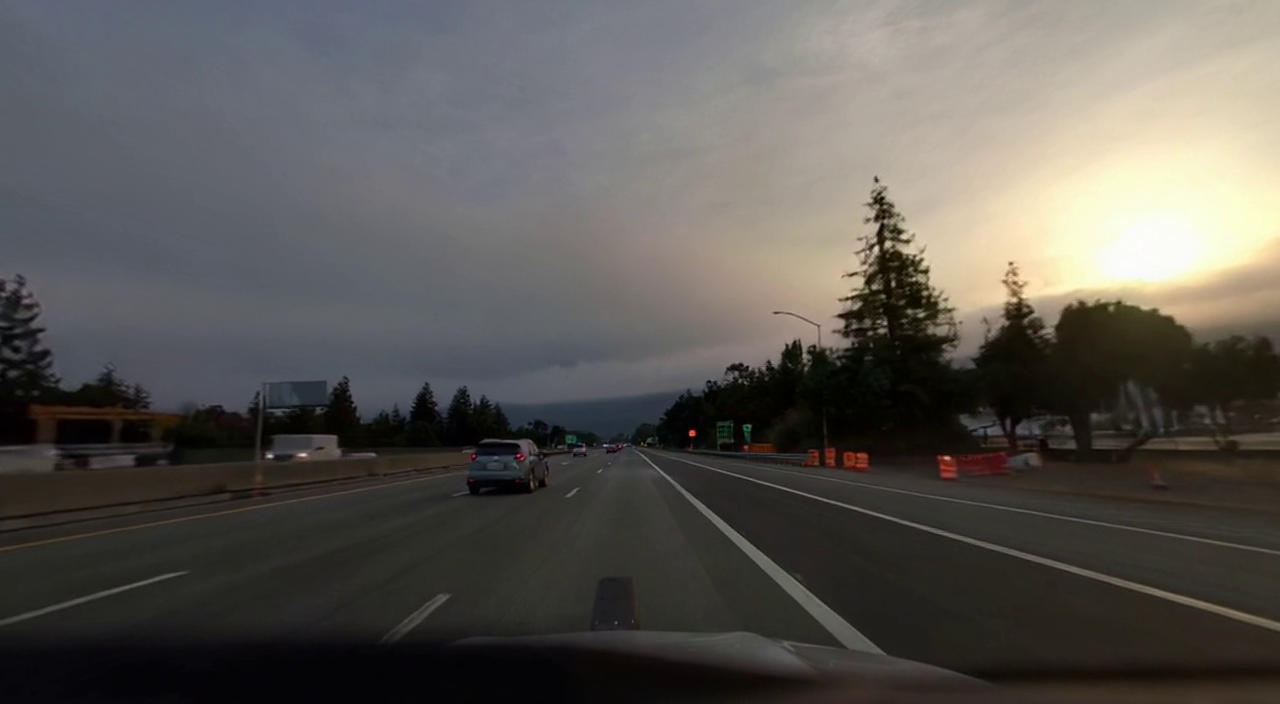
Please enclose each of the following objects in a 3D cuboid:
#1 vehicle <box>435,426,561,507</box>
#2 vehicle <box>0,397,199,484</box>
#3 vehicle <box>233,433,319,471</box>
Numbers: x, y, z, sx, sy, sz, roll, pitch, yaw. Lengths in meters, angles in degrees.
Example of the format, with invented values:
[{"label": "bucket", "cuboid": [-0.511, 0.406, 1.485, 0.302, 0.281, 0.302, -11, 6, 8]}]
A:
[{"label": "vehicle", "cuboid": [-3.314, 2.786, 15.755, 2.103, 1.715, 4.371, 0, -9, 0]}, {"label": "vehicle", "cuboid": [-31.940, 5.026, 35.264, 2.891, 4.097, 16.481, 0, -9, 0]}, {"label": "vehicle", "cuboid": [-24.027, 6.622, 42.033, 2.250, 2.320, 5.768, 0, -9, 0]}]
